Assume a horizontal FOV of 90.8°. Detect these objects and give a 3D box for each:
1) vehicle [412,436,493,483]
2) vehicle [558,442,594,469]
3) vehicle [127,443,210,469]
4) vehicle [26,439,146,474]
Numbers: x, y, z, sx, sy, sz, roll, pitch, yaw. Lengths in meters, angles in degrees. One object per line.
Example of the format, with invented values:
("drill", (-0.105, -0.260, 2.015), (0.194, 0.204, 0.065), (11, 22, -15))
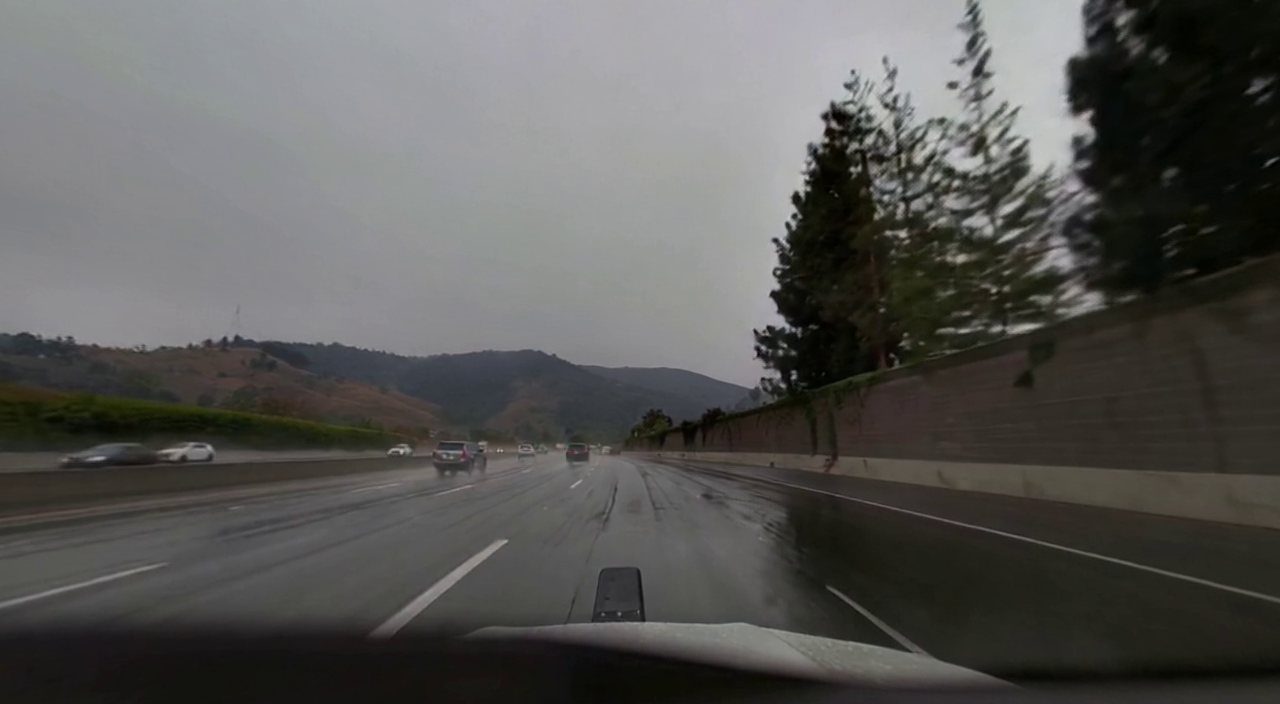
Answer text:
("vehicle", (-7.807, 4.536, 26.851), (2.074, 1.768, 4.805), (0, -9, -1))
("vehicle", (-4.261, 6.953, 42.661), (2.115, 1.713, 4.263), (0, -9, -2))
("vehicle", (-32.419, 7.161, 43.658), (2.061, 1.625, 4.873), (0, -9, -1))
("vehicle", (-27.565, 5.217, 31.682), (1.911, 1.576, 4.545), (0, -9, -1))
